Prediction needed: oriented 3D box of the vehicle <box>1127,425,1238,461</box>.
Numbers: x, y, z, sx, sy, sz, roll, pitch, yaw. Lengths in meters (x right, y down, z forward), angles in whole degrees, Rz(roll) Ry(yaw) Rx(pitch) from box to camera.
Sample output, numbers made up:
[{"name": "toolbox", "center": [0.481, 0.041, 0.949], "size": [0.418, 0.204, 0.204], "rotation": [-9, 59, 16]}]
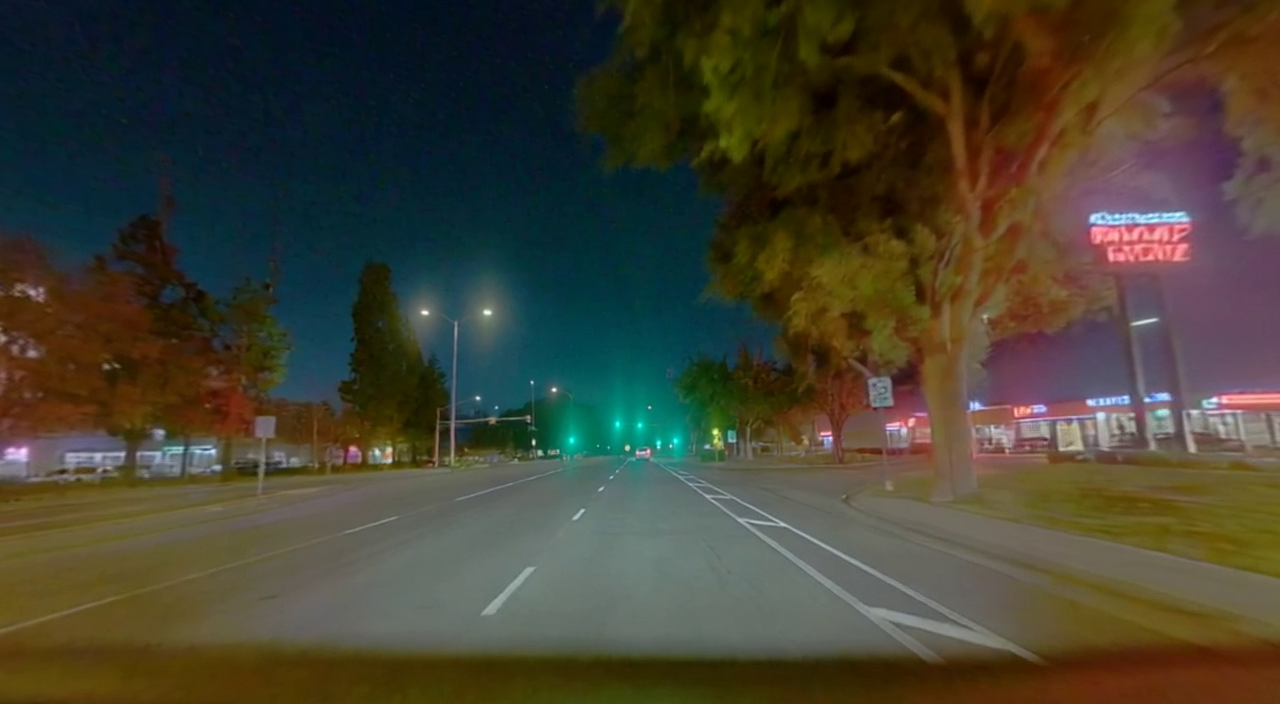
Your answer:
[{"name": "vehicle", "center": [31.093, 5.290, 36.458], "size": [1.966, 1.767, 4.697], "rotation": [-4, -10, -2]}]
